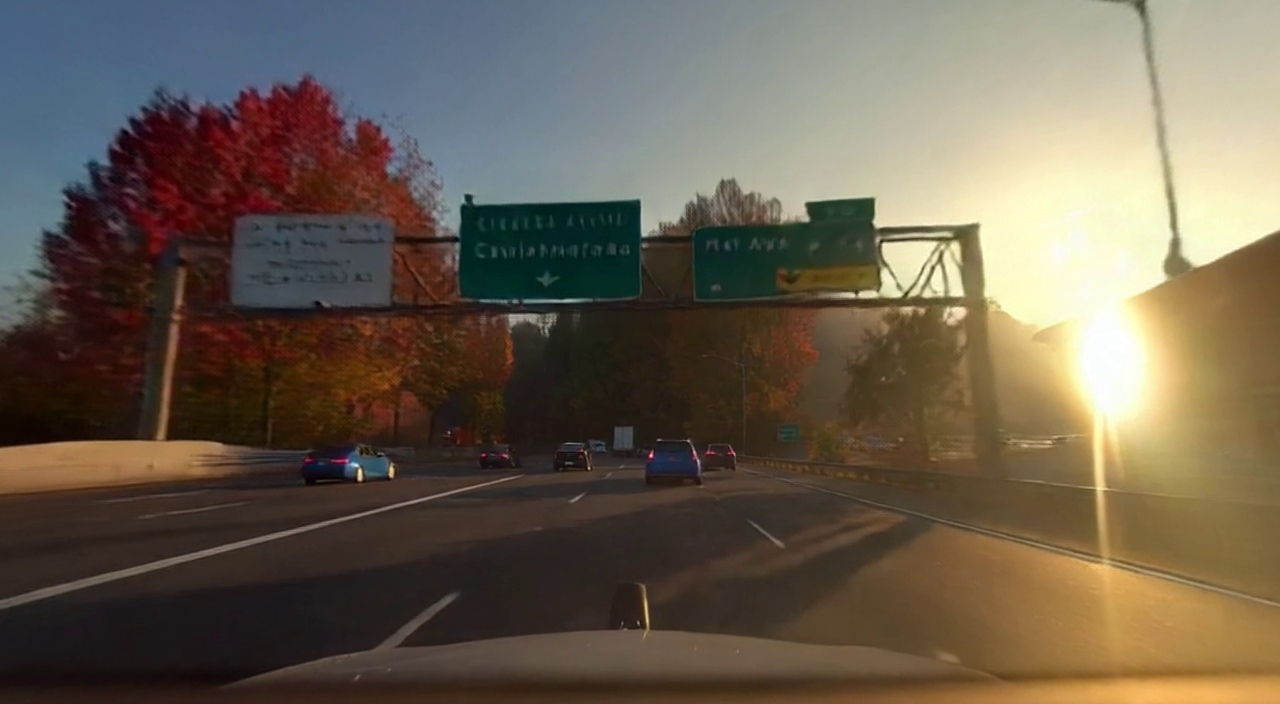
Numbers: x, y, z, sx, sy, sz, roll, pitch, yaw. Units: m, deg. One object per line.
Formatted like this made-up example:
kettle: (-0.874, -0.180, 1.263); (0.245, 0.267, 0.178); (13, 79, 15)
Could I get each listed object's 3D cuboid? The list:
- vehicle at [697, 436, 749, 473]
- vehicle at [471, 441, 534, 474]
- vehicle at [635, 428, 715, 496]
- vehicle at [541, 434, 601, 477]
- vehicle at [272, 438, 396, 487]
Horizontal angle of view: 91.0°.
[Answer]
vehicle: (4.337, 5.440, 33.579); (2.193, 1.778, 4.488); (0, -9, 0)
vehicle: (-6.885, 5.337, 32.087); (2.057, 1.496, 4.661); (0, -9, 1)
vehicle: (0.990, 3.233, 18.787); (2.101, 1.742, 4.495); (0, -9, 2)
vehicle: (-2.995, 4.621, 28.294); (2.111, 1.742, 4.315); (0, -9, 2)
vehicle: (-10.713, 3.886, 22.490); (2.006, 1.509, 4.634); (0, -9, 1)
